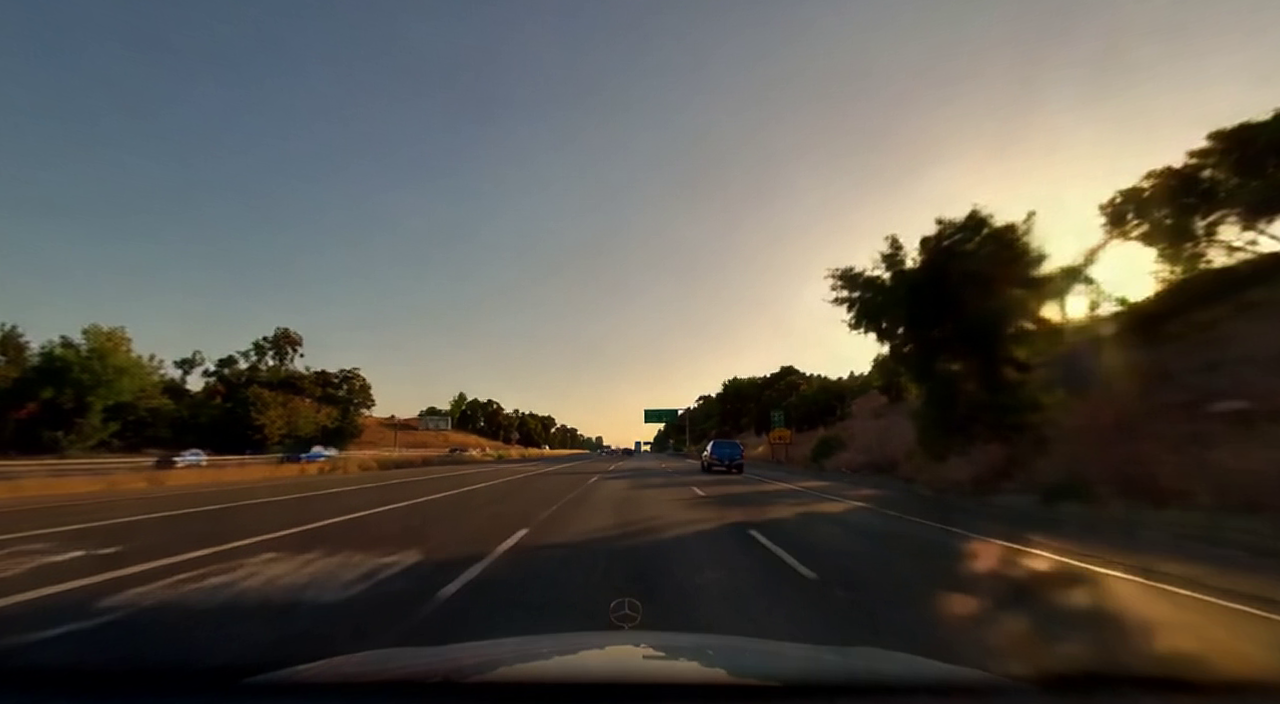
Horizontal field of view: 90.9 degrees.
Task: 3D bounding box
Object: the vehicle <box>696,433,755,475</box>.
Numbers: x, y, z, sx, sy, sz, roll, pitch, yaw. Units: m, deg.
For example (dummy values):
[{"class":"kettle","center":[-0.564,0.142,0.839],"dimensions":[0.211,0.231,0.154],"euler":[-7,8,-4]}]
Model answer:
[{"class":"vehicle","center":[4.223,5.128,31.954],"dimensions":[2.172,1.930,4.879],"euler":[0,-8,-1]}]
